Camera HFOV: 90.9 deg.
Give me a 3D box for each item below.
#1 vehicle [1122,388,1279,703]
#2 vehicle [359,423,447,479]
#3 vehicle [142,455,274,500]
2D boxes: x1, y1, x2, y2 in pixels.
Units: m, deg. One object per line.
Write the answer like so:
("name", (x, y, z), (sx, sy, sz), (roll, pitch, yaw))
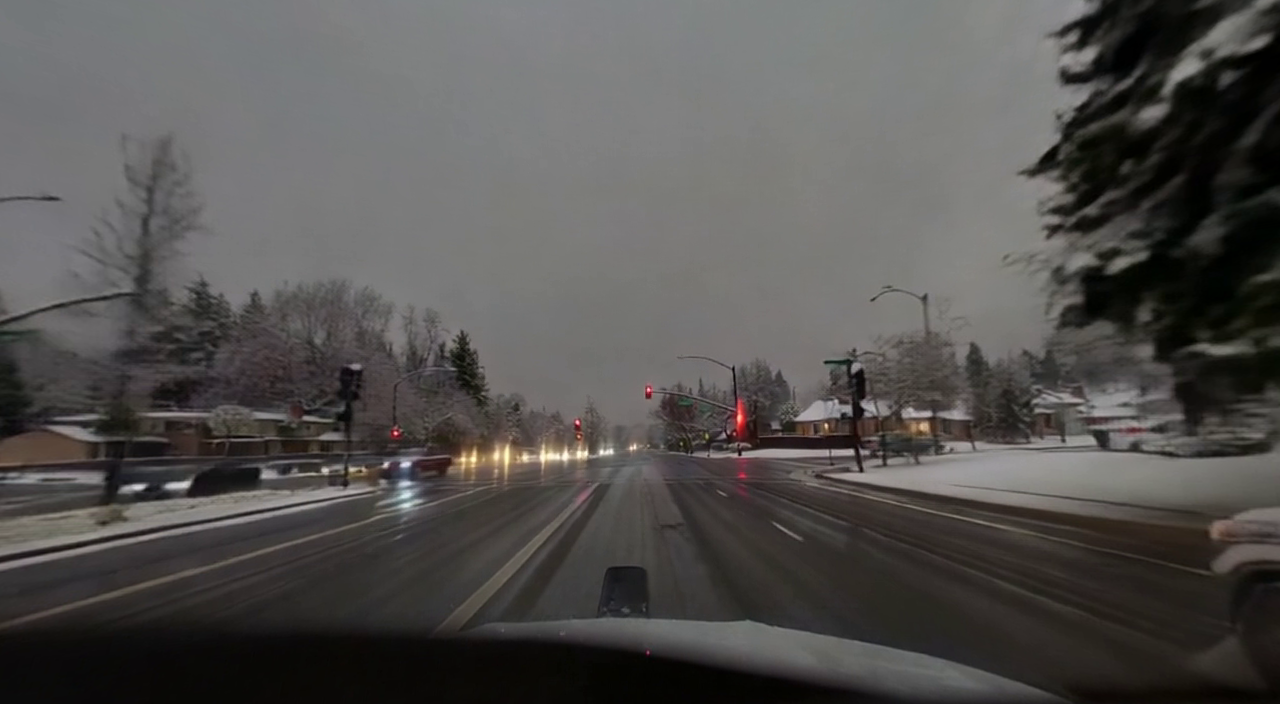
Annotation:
("vehicle", (4.198, 0.847, 2.289), (2.018, 1.591, 3.564), (-1, -9, 0))
("vehicle", (-13.151, 5.547, 35.521), (2.357, 2.798, 6.419), (-1, -9, 1))
("vehicle", (-16.852, 4.886, 24.939), (1.946, 1.502, 4.557), (-1, -9, 1))
